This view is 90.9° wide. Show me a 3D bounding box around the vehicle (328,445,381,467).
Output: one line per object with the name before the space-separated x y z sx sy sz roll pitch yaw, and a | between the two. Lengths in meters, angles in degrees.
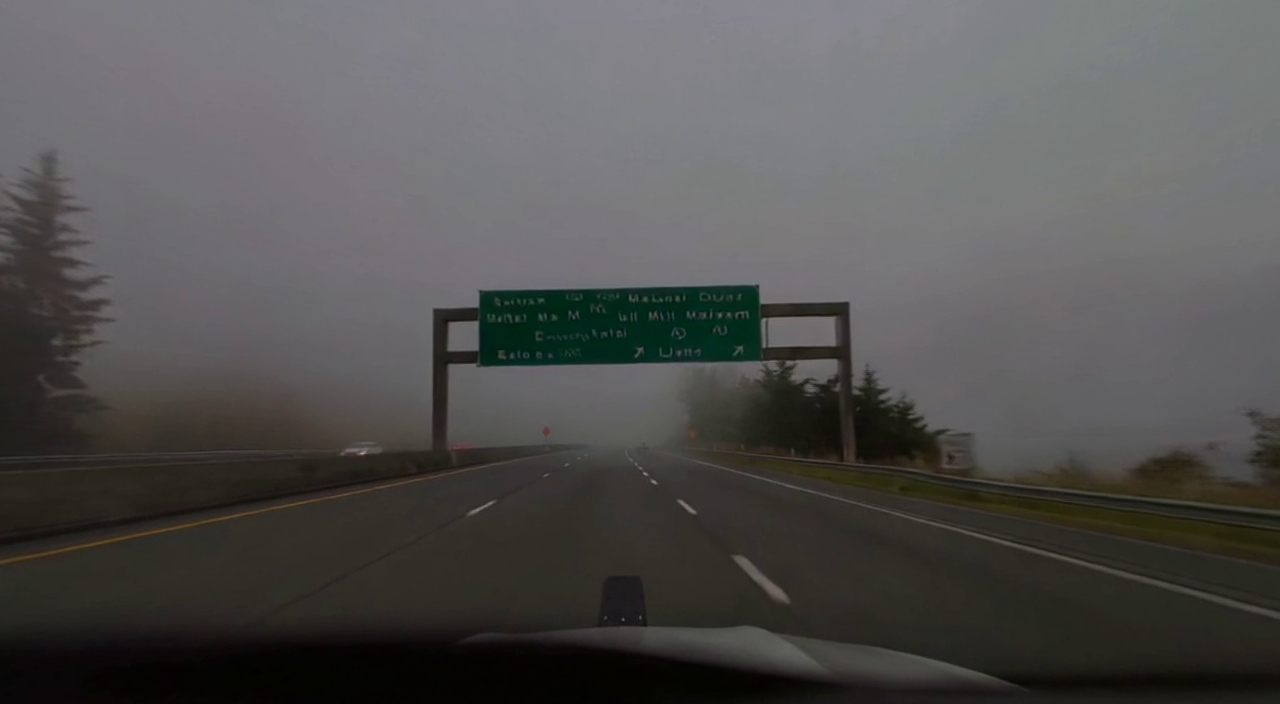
vehicle | -21.617 7.879 47.980 2.015 1.595 4.727 0 -9 -3
